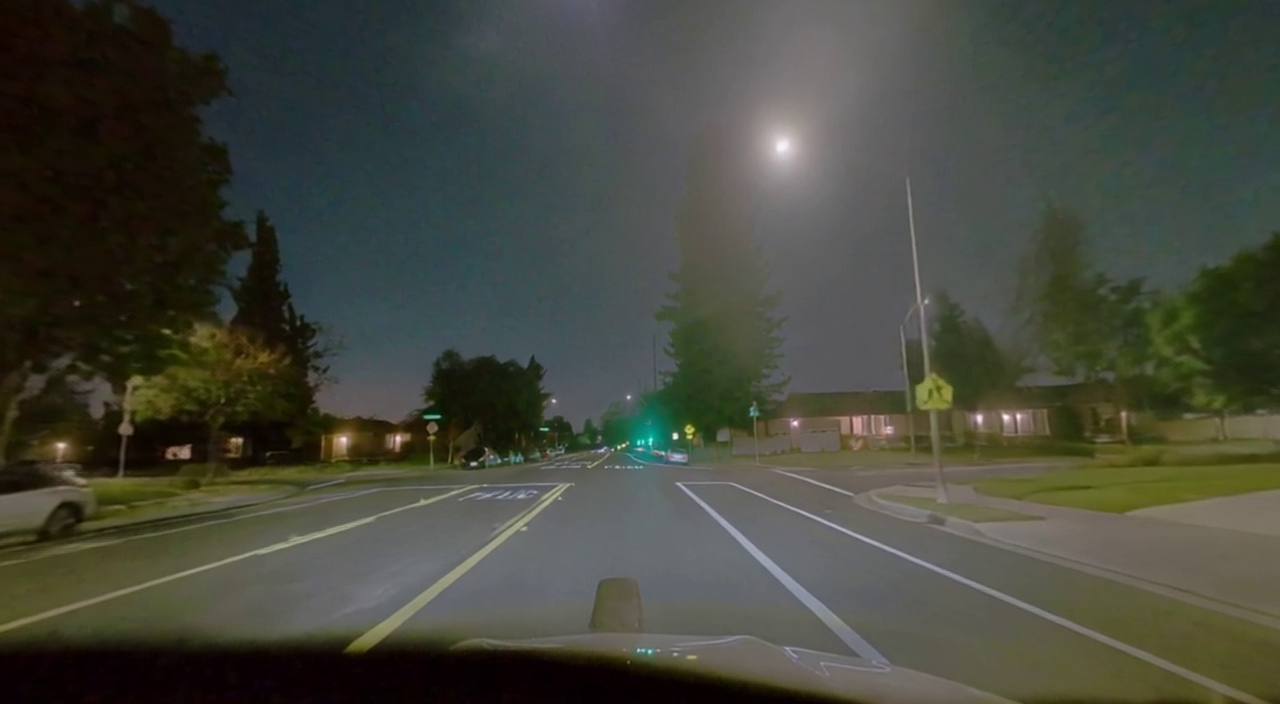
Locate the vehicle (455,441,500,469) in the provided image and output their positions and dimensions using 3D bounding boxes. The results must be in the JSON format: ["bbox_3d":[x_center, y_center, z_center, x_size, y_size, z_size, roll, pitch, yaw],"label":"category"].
[{"bbox_3d":[-12.548,7.999,49.269,2.199,1.988,5.454,0,-9,-2],"label":"vehicle"}]

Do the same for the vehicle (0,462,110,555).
[{"bbox_3d":[-11.558,2.656,10.511,1.870,1.451,4.140,-1,-8,0],"label":"vehicle"}]
